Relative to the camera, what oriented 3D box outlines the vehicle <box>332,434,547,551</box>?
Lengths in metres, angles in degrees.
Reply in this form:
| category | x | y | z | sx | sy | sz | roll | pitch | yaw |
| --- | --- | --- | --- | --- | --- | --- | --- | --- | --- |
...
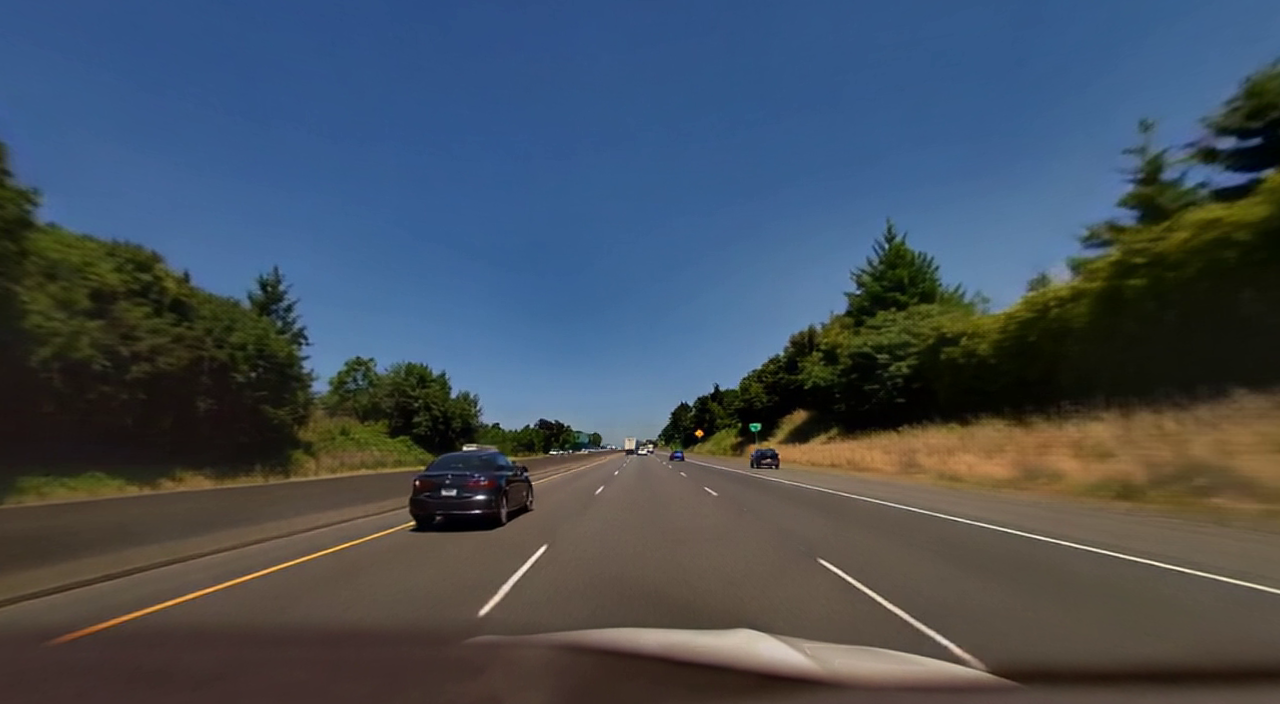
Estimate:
| category | x | y | z | sx | sy | sz | roll | pitch | yaw |
| --- | --- | --- | --- | --- | --- | --- | --- | --- | --- |
| vehicle | -3.029 | 2.234 | 10.725 | 2.191 | 1.563 | 4.318 | 0 | -9 | 1 |

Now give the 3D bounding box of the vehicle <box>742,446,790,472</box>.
| category | x | y | z | sx | sy | sz | roll | pitch | yaw |
| --- | --- | --- | --- | --- | --- | --- | --- | --- | --- |
| vehicle | 7.718 | 6.575 | 38.970 | 1.943 | 1.493 | 4.507 | 0 | -9 | -1 |
